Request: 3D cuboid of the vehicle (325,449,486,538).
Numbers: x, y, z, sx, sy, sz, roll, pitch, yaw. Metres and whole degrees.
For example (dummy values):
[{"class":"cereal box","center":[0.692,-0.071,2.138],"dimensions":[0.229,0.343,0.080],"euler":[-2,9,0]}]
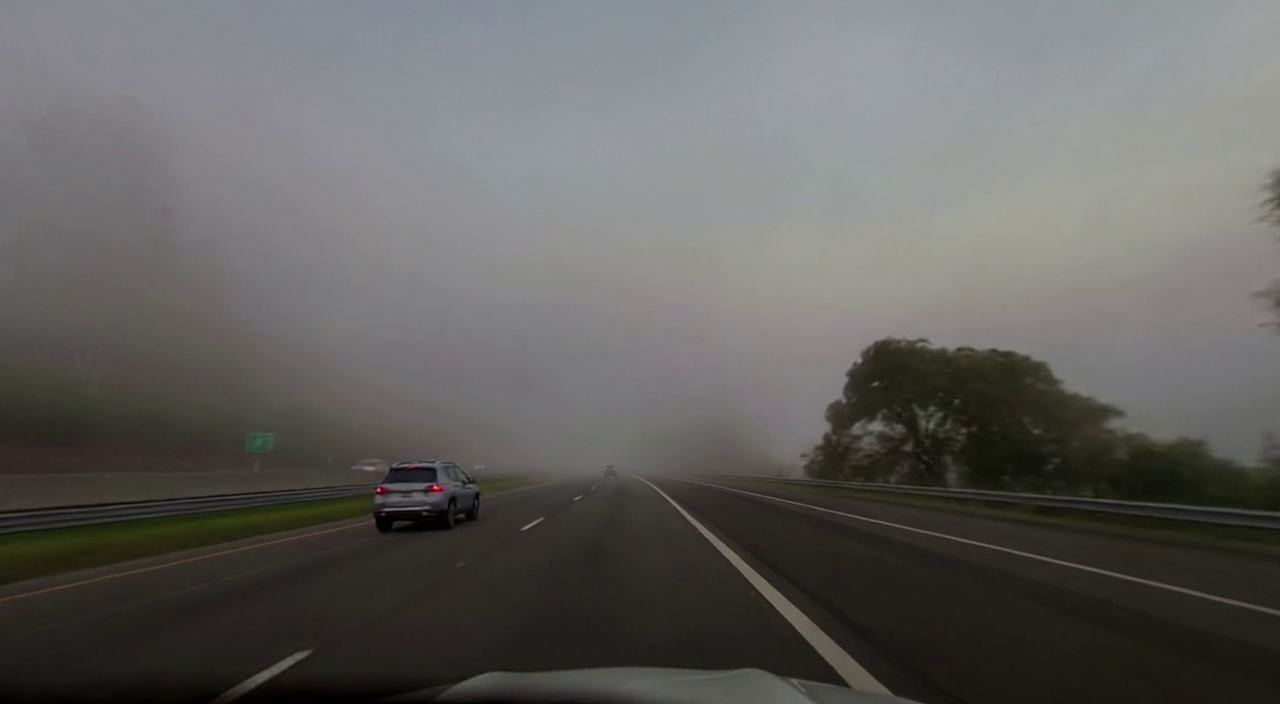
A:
[{"class":"vehicle","center":[-4.773,2.945,13.486],"dimensions":[2.025,1.584,3.657],"euler":[1,-10,0]}]
